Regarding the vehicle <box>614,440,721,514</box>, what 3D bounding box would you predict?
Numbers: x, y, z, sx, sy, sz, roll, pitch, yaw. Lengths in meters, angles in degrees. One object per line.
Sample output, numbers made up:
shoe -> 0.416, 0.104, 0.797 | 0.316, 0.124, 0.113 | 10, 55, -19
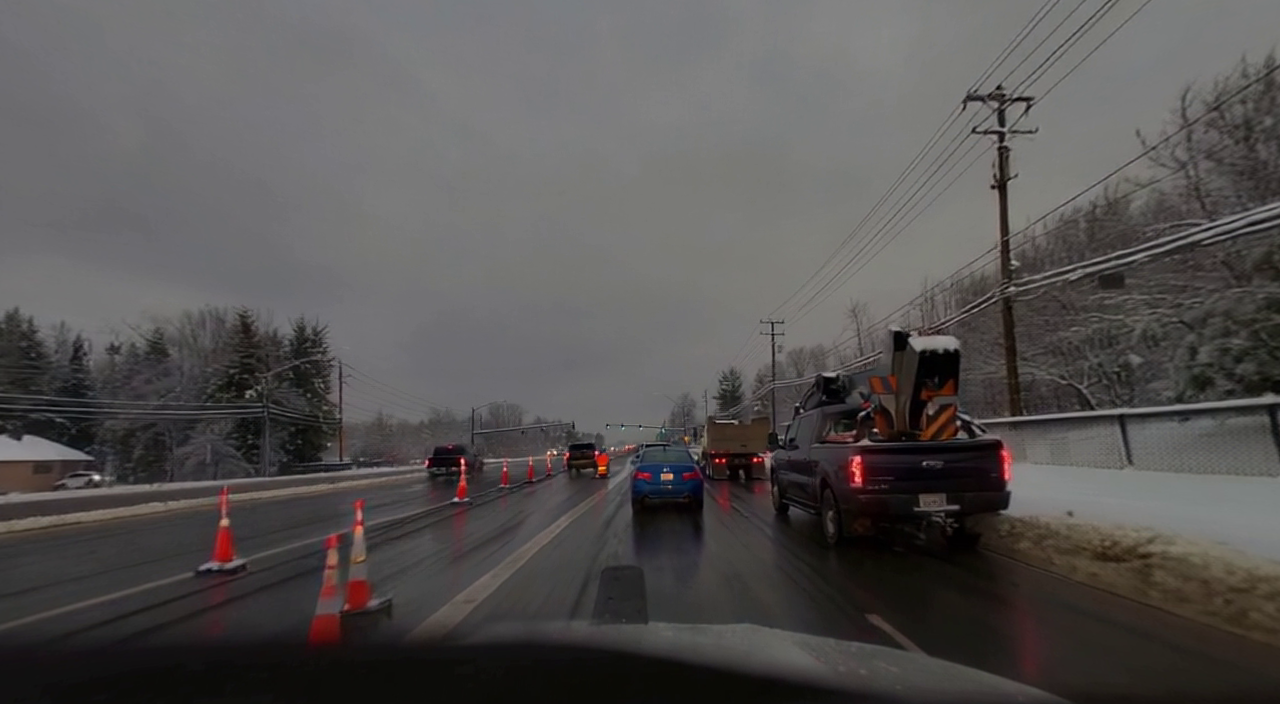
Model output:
vehicle -> 0.592, 2.838, 14.858 | 2.128, 1.473, 4.272 | 0, -9, 1

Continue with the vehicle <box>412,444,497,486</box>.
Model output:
vehicle -> -7.299, 4.468, 25.414 | 2.018, 1.490, 4.926 | 0, -8, -1

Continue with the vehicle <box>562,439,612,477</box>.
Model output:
vehicle -> -2.561, 5.257, 31.498 | 1.989, 1.729, 4.184 | 0, -9, 2

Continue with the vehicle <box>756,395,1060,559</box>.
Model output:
vehicle -> 3.900, 2.012, 10.996 | 2.555, 2.017, 6.201 | 0, -9, 0
